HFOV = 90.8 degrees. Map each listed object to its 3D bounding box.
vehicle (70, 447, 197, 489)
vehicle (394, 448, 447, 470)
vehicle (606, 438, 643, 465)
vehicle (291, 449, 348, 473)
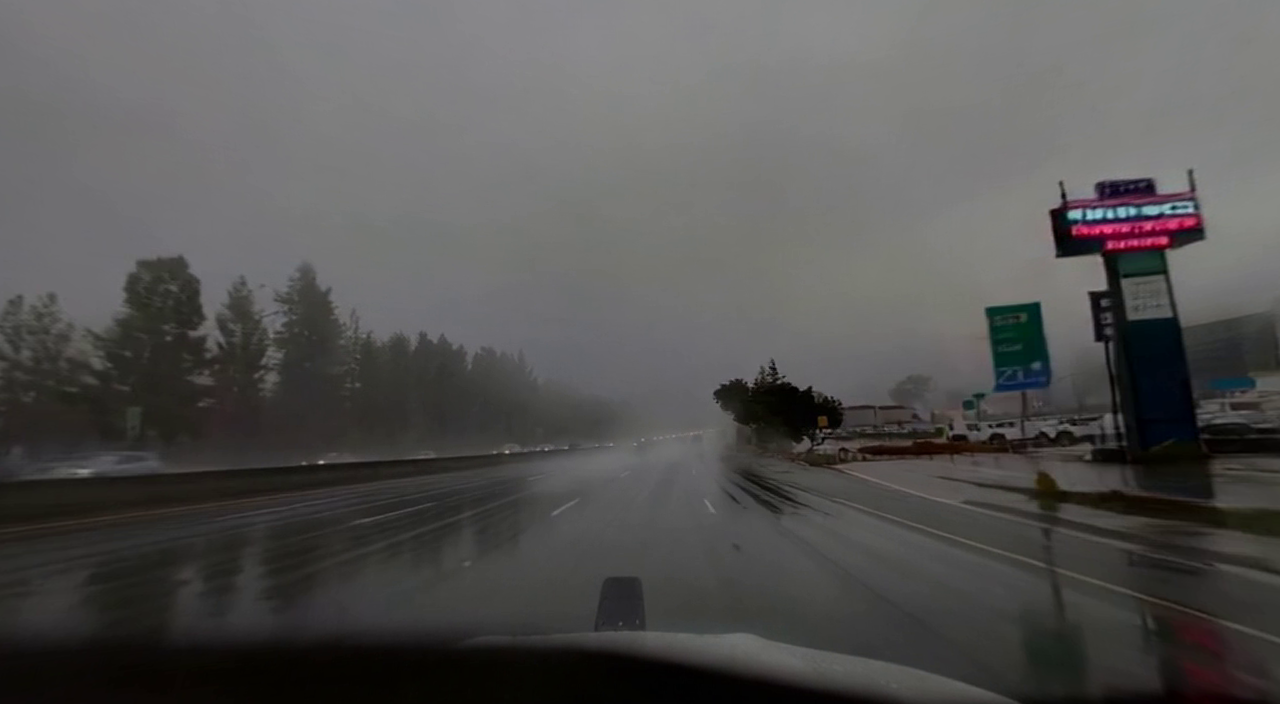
[{"bbox_3d":[-24.396,5.552,30.712,1.968,1.829,4.798,-1,-9,4],"label":"vehicle"},{"bbox_3d":[-16.518,8.057,47.796,1.879,1.483,4.697,-1,-9,6],"label":"vehicle"},{"bbox_3d":[-1.062,7.102,45.232,2.139,1.782,4.079,-1,-9,6],"label":"vehicle"},{"bbox_3d":[-23.150,7.876,45.836,1.803,1.619,3.952,-1,-9,5],"label":"vehicle"}]
